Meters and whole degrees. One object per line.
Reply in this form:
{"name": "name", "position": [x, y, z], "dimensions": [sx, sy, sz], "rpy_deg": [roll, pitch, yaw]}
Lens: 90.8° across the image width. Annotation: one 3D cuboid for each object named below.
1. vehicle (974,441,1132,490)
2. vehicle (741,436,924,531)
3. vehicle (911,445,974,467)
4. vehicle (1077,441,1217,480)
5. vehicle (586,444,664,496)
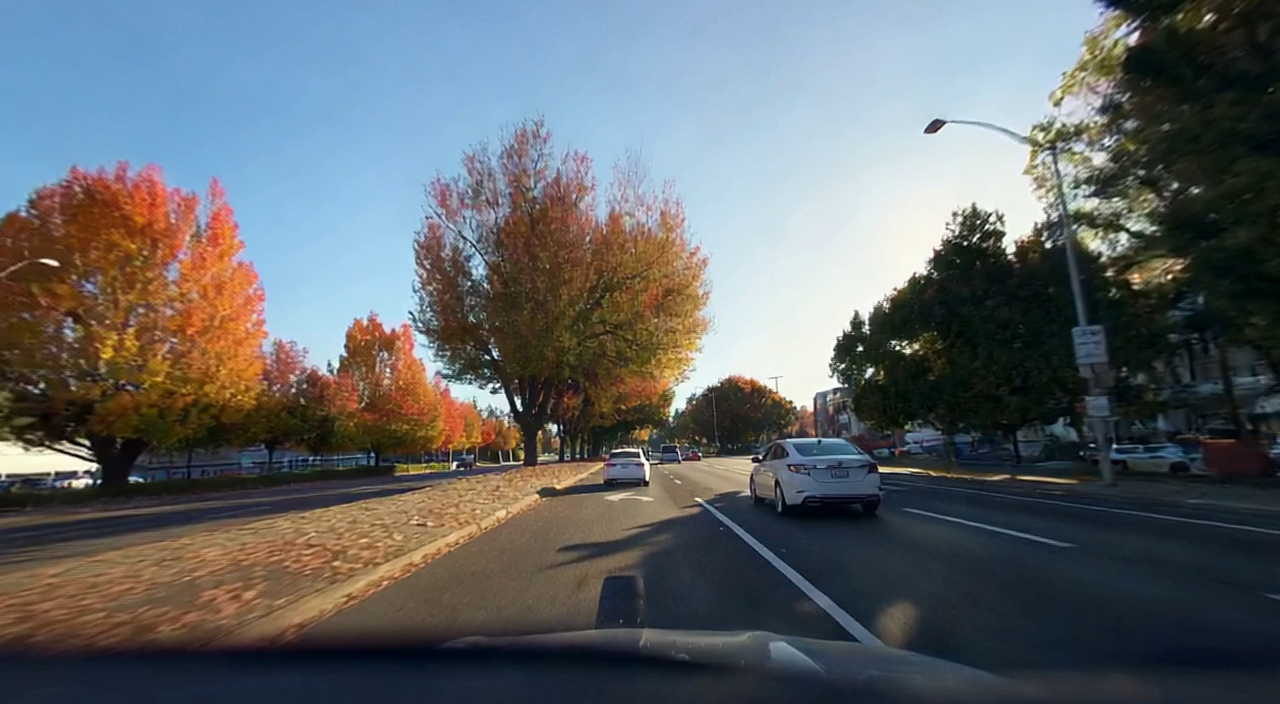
{"name": "vehicle", "position": [14.404, 3.959, 22.545], "dimensions": [2.049, 1.521, 5.277], "rpy_deg": [0, -8, -1]}
{"name": "vehicle", "position": [3.405, 2.418, 12.230], "dimensions": [2.094, 1.480, 4.323], "rpy_deg": [0, -9, -1]}
{"name": "vehicle", "position": [20.637, 7.106, 43.348], "dimensions": [1.890, 1.445, 4.805], "rpy_deg": [0, -8, -1]}
{"name": "vehicle", "position": [20.861, 4.460, 26.318], "dimensions": [1.974, 1.478, 4.630], "rpy_deg": [0, -8, 0]}
{"name": "vehicle", "position": [-0.470, 3.782, 20.723], "dimensions": [2.289, 1.471, 4.477], "rpy_deg": [0, -8, -1]}
